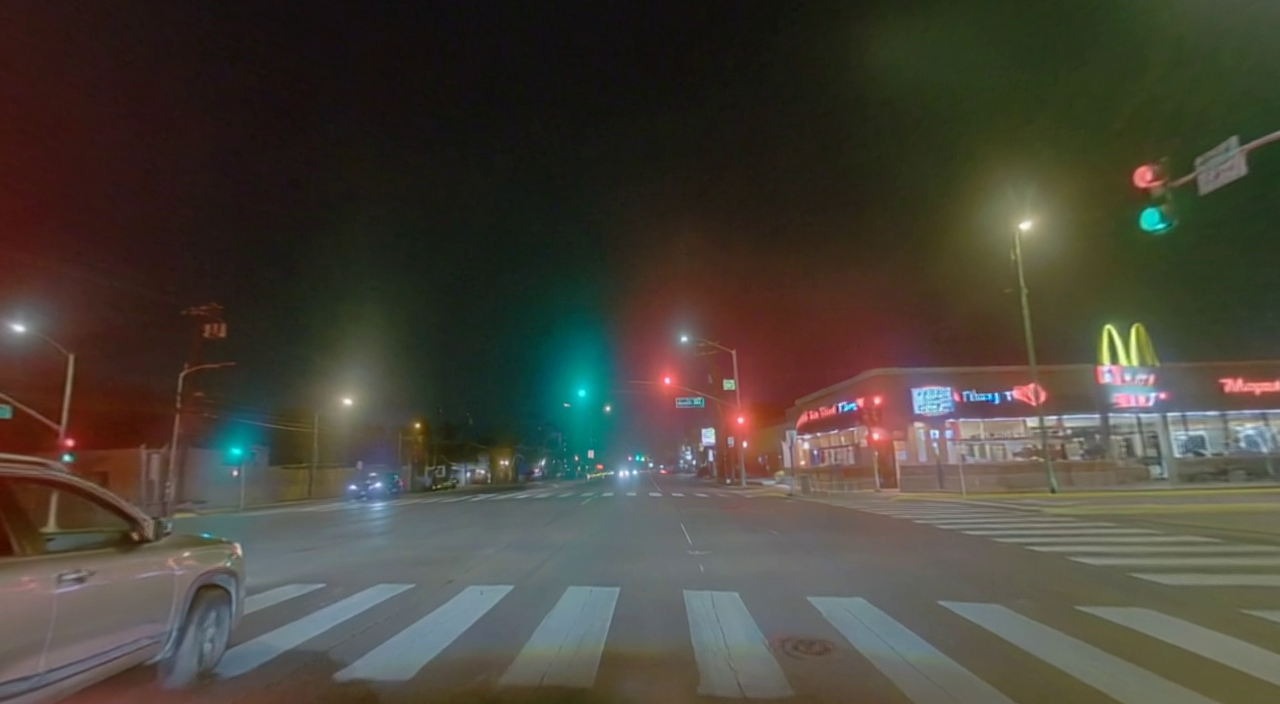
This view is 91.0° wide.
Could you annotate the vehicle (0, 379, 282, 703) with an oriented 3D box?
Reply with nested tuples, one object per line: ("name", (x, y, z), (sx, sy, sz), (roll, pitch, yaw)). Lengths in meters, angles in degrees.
("vehicle", (-3.386, 0.832, 1.640), (2.081, 1.644, 4.523), (0, -9, 2))

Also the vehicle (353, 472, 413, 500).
("vehicle", (-15.820, 8.246, 39.031), (1.931, 1.471, 4.152), (0, -9, 1))
